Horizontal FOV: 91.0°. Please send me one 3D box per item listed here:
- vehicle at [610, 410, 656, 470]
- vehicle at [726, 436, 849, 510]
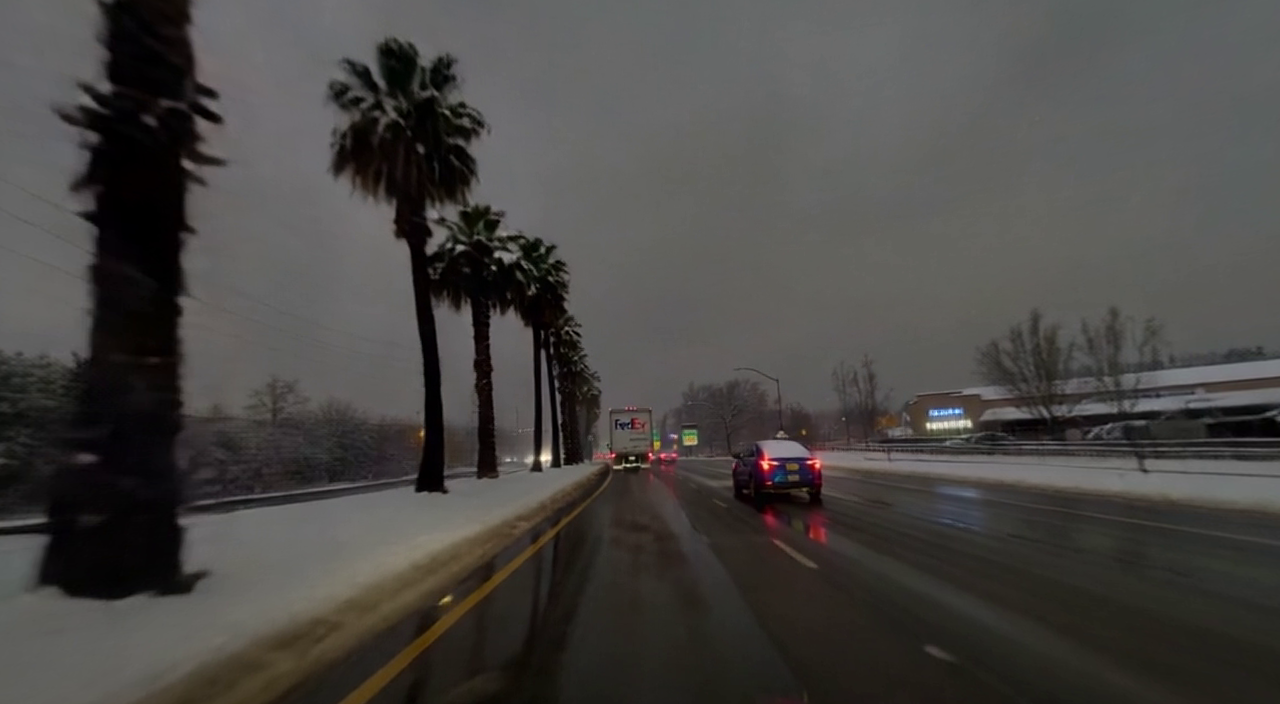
[{"bbox_3d":[-0.652,6.999,49.752,3.243,4.134,11.656,0,-9,-2],"label":"vehicle"},{"bbox_3d":[3.448,2.907,15.618,1.966,1.558,4.238,0,-9,-1],"label":"vehicle"}]
